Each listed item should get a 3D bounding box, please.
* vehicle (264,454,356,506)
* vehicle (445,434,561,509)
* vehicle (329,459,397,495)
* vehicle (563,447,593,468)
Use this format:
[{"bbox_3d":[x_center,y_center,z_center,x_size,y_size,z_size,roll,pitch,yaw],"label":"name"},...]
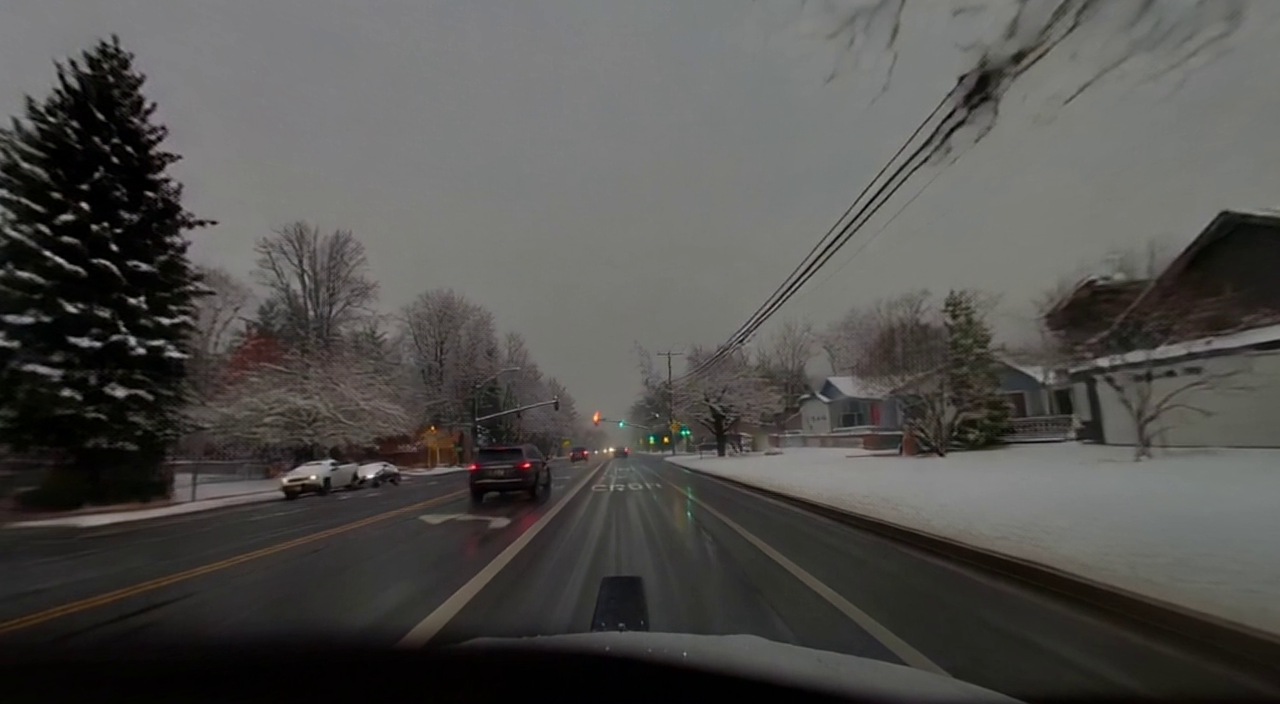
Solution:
[{"bbox_3d":[-14.792,5.705,28.605,1.972,1.887,4.777,-3,-7,-5],"label":"vehicle"},{"bbox_3d":[-3.455,3.115,16.941,2.084,1.701,4.734,0,-8,0],"label":"vehicle"},{"bbox_3d":[-15.065,6.779,34.500,1.860,1.490,4.542,-4,-7,-2],"label":"vehicle"},{"bbox_3d":[-4.838,8.277,49.625,2.060,1.530,4.121,0,-8,-1],"label":"vehicle"}]
